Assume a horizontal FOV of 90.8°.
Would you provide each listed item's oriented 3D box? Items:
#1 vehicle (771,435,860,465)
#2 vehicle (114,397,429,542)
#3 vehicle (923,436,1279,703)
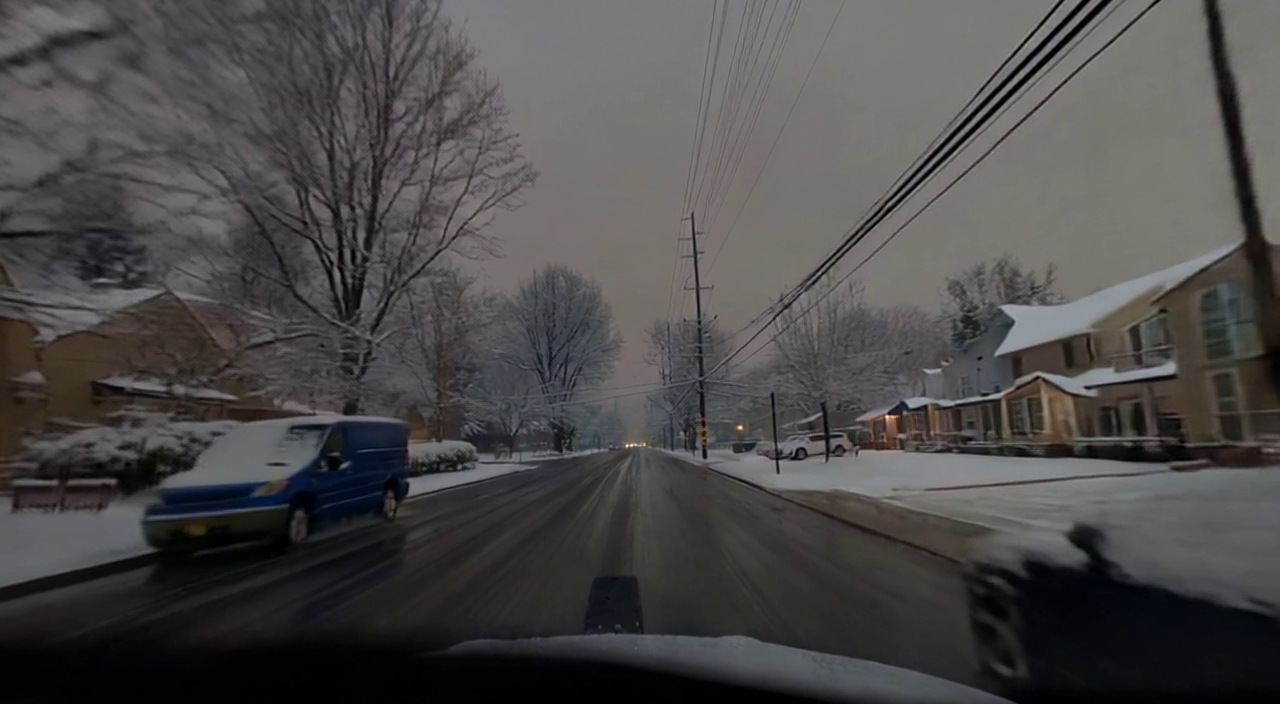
[{"bbox_3d":[10.743,6.035,38.915,4.902,1.794,1.975,-1,-8,3],"label":"vehicle"},{"bbox_3d":[-5.820,1.976,11.090,2.263,1.915,5.071,-1,-9,3],"label":"vehicle"},{"bbox_3d":[3.239,1.067,2.525,1.944,1.439,4.500,0,-8,-3],"label":"vehicle"}]
